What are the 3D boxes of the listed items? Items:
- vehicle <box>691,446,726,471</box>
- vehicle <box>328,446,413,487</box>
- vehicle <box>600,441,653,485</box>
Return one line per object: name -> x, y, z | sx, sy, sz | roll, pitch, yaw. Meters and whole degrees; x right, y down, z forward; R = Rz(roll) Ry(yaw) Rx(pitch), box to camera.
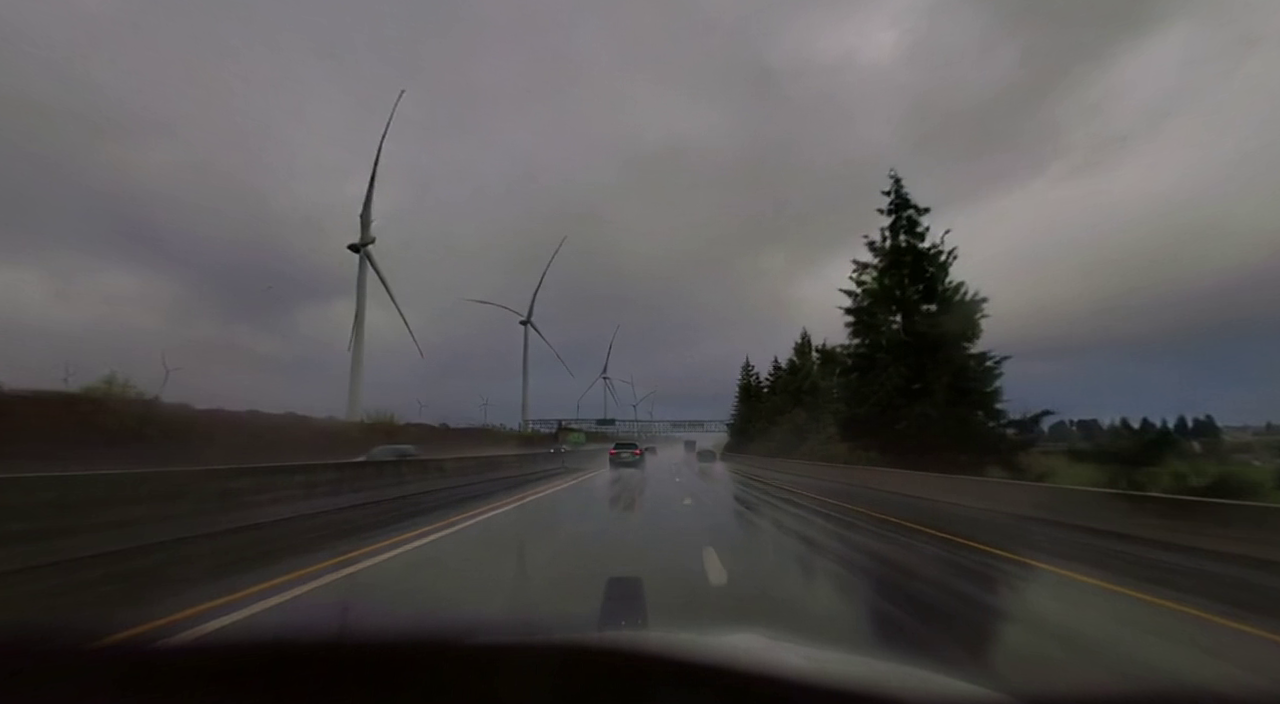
vehicle -> 4.828, 7.570, 44.922 | 2.040, 1.721, 4.507 | 0, -9, 1
vehicle -> -12.727, 5.399, 30.089 | 1.924, 1.754, 4.607 | -1, -9, 1
vehicle -> -0.508, 4.734, 27.196 | 2.038, 1.723, 4.150 | -1, -9, 2
